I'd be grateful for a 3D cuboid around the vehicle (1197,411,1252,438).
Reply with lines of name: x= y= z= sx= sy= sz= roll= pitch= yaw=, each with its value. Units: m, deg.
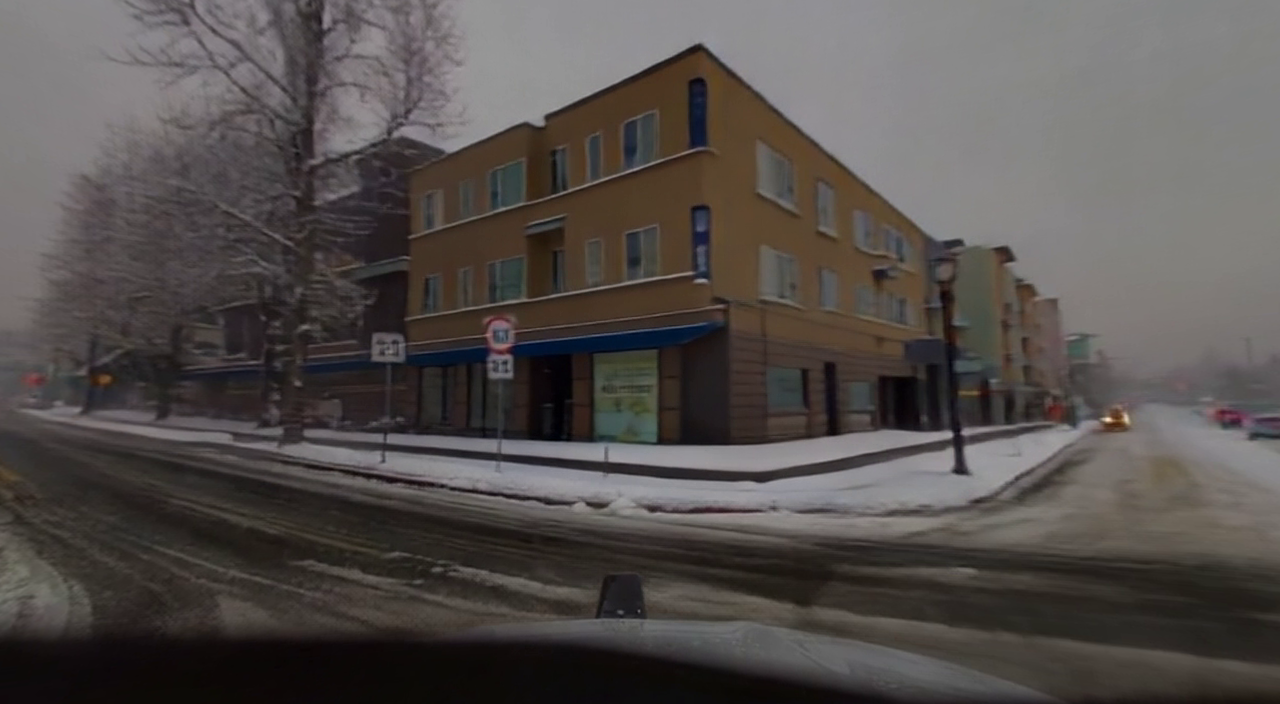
vehicle: x=42.884 y=5.365 z=46.259 sx=2.152 sy=1.874 sz=4.209 roll=-4 pitch=-9 yaw=33
